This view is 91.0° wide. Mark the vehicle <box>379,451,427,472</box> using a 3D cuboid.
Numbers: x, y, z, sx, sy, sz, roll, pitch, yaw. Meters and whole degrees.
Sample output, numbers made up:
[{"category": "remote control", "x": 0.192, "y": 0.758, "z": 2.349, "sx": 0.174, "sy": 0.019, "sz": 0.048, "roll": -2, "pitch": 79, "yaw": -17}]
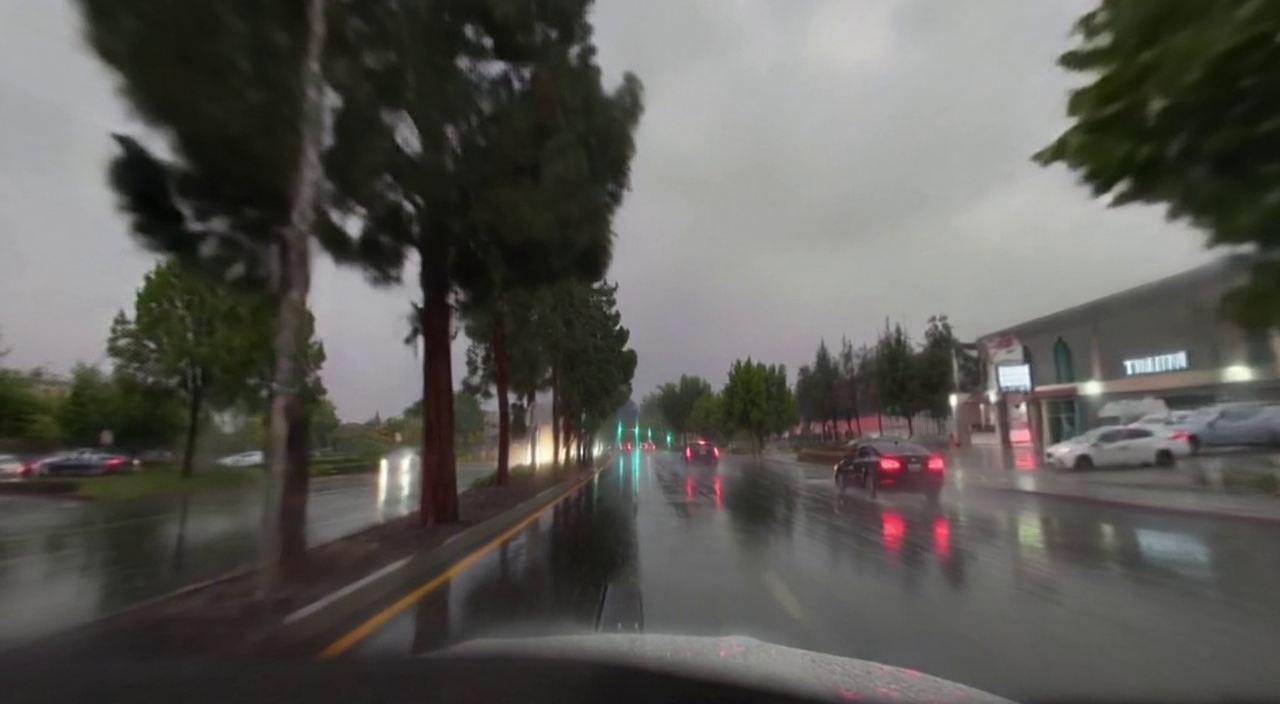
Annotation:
[{"category": "vehicle", "x": -17.987, "y": 8.349, "z": 48.053, "sx": 1.851, "sy": 1.480, "sz": 4.501, "roll": 0, "pitch": -9, "yaw": 1}]

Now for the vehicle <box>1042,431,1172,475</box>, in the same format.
[{"category": "vehicle", "x": 18.745, "y": 4.065, "z": 25.392, "sx": 3.719, "sy": 1.537, "sz": 1.807, "roll": -3, "pitch": -9, "yaw": -1}]

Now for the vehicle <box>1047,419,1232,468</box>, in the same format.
[{"category": "vehicle", "x": 22.891, "y": 4.303, "z": 29.465, "sx": 2.858, "sy": 2.005, "sz": 6.831, "roll": 1, "pitch": -8, "yaw": -2}]

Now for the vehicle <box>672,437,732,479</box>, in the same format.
[{"category": "vehicle", "x": 2.649, "y": 4.659, "z": 27.908, "sx": 2.161, "sy": 1.676, "sz": 4.151, "roll": 0, "pitch": -9, "yaw": -1}]

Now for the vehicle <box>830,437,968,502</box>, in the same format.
[{"category": "vehicle", "x": 6.806, "y": 3.118, "z": 17.097, "sx": 1.886, "sy": 1.528, "sz": 4.169, "roll": 0, "pitch": -9, "yaw": -1}]

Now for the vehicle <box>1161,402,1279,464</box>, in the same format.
[{"category": "vehicle", "x": 28.255, "y": 3.896, "z": 29.645, "sx": 2.438, "sy": 2.602, "sz": 5.677, "roll": 0, "pitch": -9, "yaw": 0}]
